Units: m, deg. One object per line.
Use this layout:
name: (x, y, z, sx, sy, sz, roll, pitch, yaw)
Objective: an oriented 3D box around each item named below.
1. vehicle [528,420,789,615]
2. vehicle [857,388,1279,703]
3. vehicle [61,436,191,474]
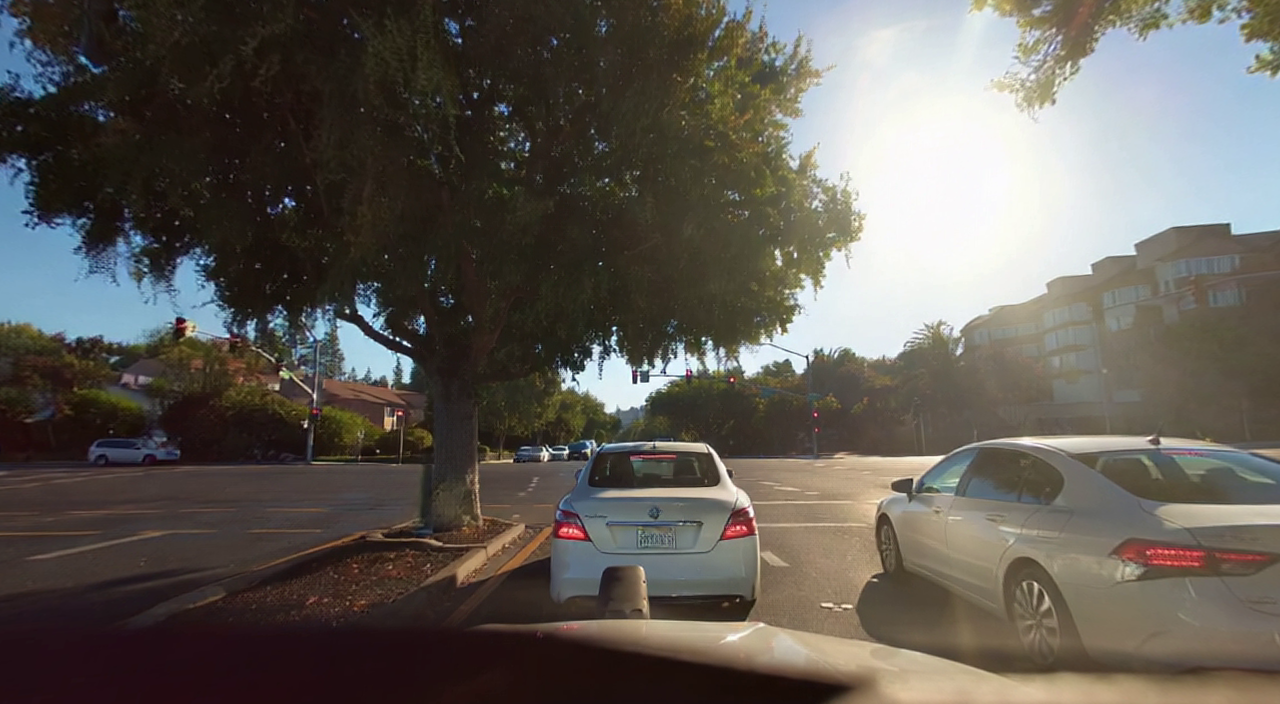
vehicle: (0.102, 1.563, 6.877, 2.017, 1.485, 3.813, 0, -8, -1)
vehicle: (3.170, 1.124, 3.901, 1.931, 1.493, 4.555, 0, -8, -1)
vehicle: (-24.329, 4.883, 29.985, 4.450, 1.684, 1.894, 0, -8, 0)
